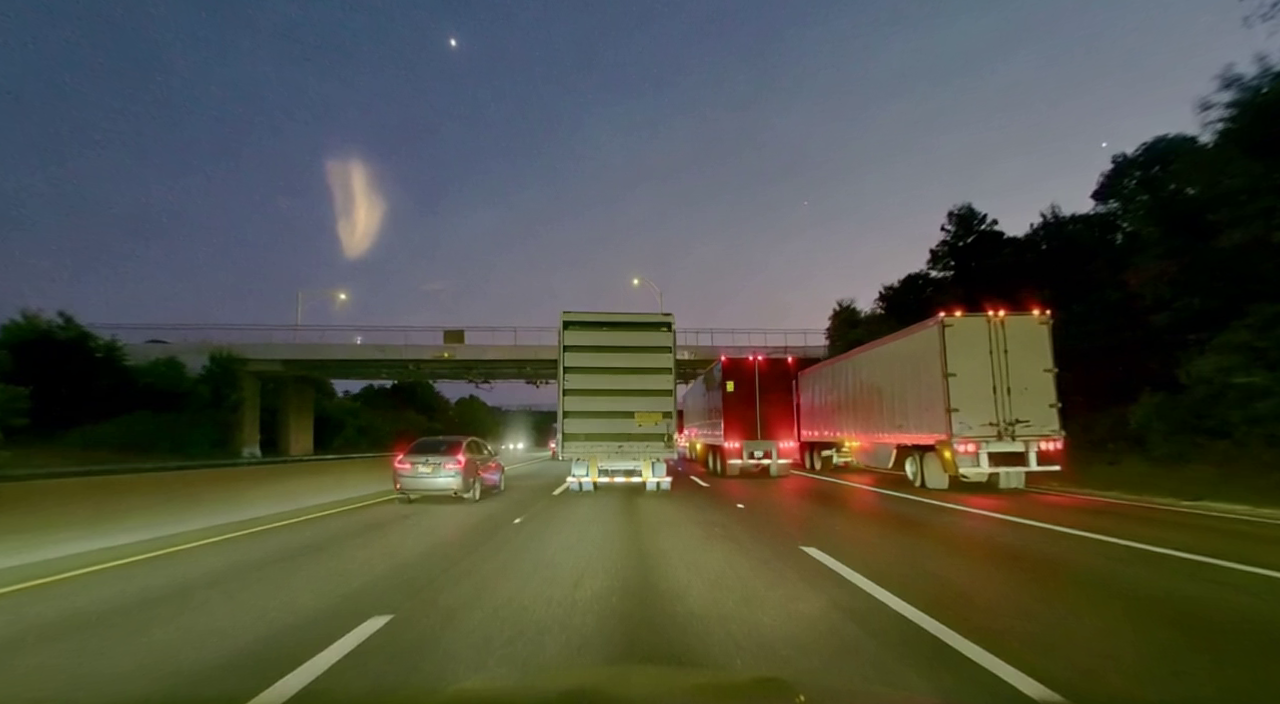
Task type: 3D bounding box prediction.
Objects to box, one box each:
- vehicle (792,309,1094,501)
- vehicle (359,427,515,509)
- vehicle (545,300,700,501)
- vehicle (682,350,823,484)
[{"bbox_3d":[7.994,1.968,19.984,3.000,4.114,13.063,0,-8,-1],"label":"vehicle"},{"bbox_3d":[-4.097,2.386,13.478,2.049,1.483,3.786,0,-8,0],"label":"vehicle"},{"bbox_3d":[-0.483,1.663,18.079,3.090,4.065,10.702,0,-8,-1],"label":"vehicle"},{"bbox_3d":[3.648,2.635,24.085,2.817,3.886,11.491,0,-8,-2],"label":"vehicle"}]
